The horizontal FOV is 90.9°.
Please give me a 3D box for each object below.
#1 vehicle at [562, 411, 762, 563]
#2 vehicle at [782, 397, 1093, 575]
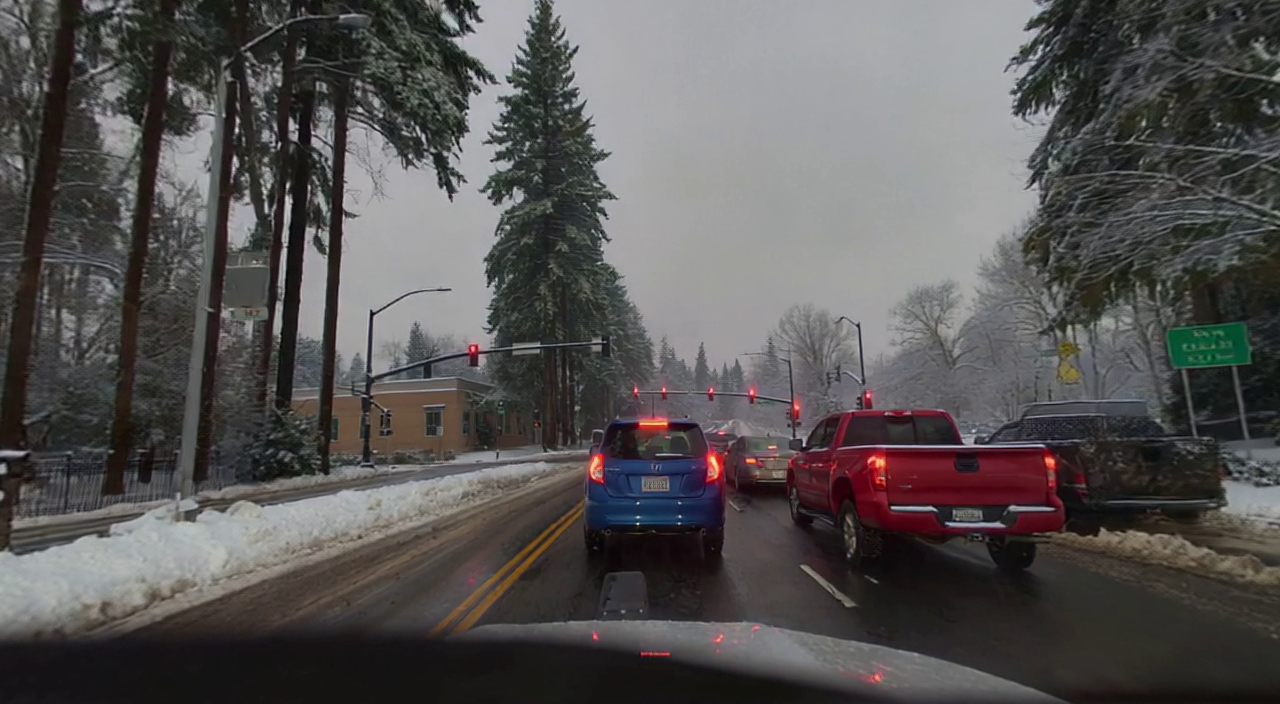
[{"bbox_3d":[0.245,1.775,8.964,2.168,1.641,4.039,0,-8,0],"label":"vehicle"},{"bbox_3d":[3.391,1.631,8.377,2.099,1.725,4.290,0,-8,1],"label":"vehicle"}]
